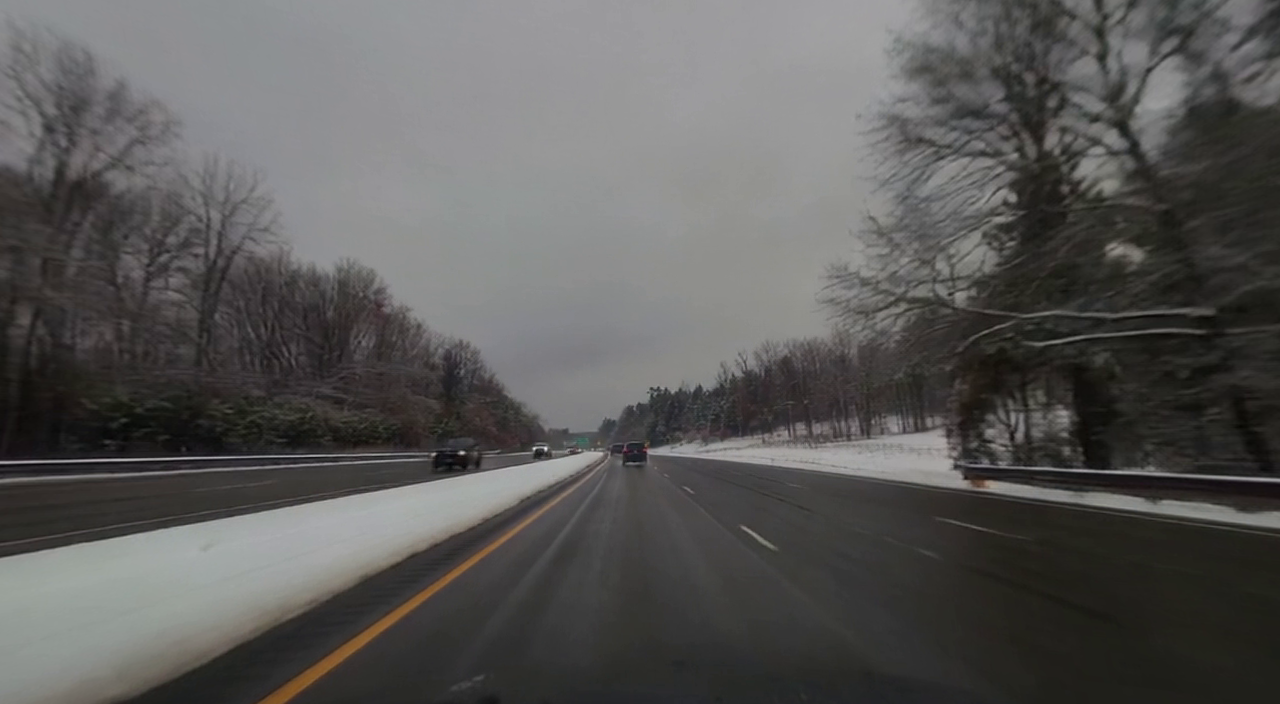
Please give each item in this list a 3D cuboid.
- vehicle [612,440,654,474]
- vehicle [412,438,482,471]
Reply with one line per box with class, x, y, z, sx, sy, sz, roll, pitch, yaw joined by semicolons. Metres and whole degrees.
vehicle;-0.422;5.725;34.279;2.151;1.693;4.201;0;-9;-1
vehicle;-9.554;5.118;31.478;2.088;1.500;4.613;0;-9;-1
